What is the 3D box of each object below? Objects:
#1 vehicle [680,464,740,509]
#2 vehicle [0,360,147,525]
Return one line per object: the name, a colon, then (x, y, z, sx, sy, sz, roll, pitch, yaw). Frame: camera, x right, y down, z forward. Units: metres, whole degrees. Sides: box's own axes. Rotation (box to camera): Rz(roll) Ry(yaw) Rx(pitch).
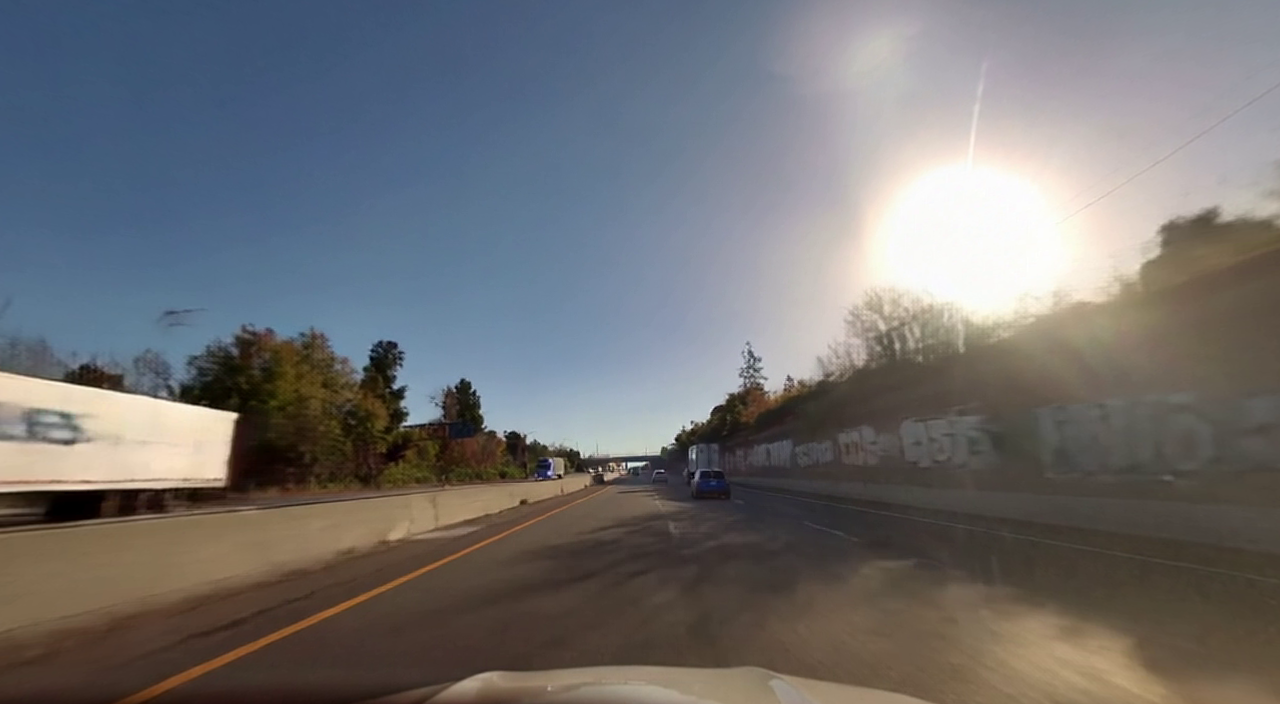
vehicle: (2.771, 5.386, 25.504, 2.011, 1.574, 3.512, 2, -10, 0)
vehicle: (-17.390, 1.858, 13.591, 2.968, 4.026, 12.783, 1, -10, 1)
